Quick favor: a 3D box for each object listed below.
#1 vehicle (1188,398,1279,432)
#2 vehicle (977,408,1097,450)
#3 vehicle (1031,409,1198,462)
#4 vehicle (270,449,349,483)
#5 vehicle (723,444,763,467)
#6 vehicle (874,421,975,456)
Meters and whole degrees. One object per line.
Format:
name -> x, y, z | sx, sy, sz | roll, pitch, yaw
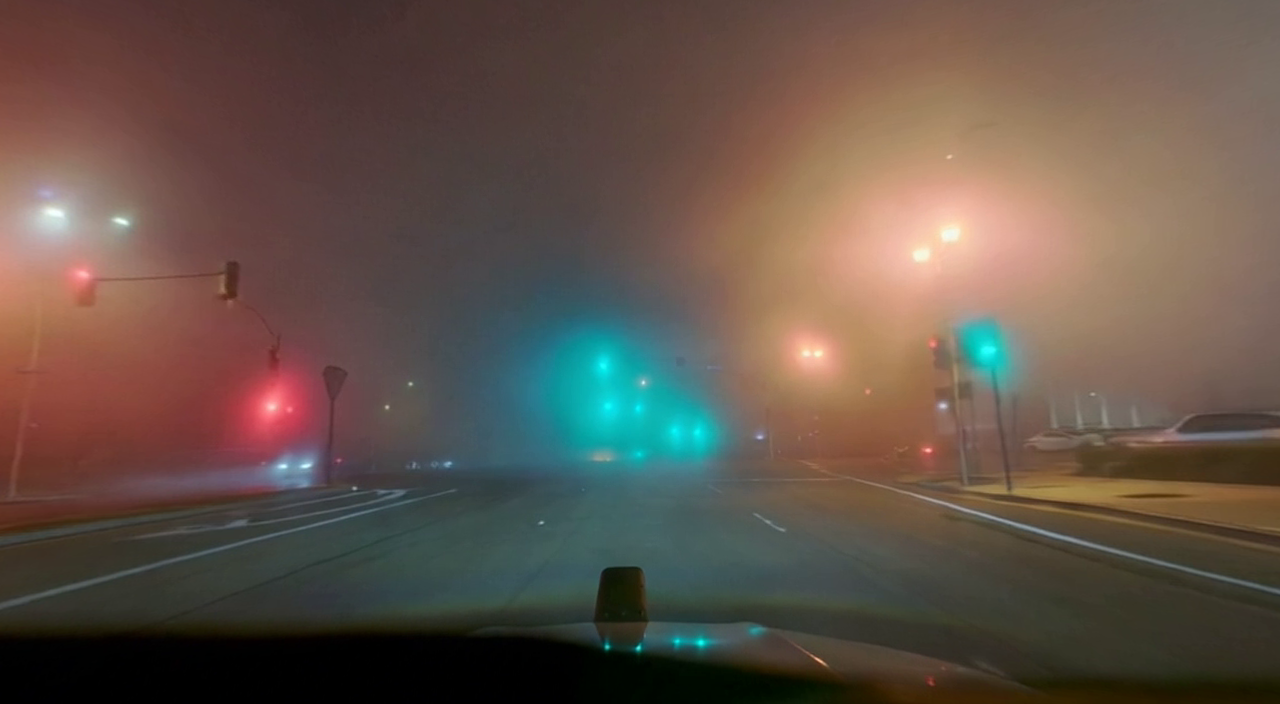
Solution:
vehicle -> 31.334, 3.229, 32.393 | 4.318, 1.476, 1.940 | -5, -8, 7
vehicle -> 20.853, 4.118, 33.314 | 4.692, 1.610, 2.174 | -5, -15, 4
vehicle -> 17.291, 3.047, 23.205 | 4.329, 1.502, 2.122 | -4, -4, 6
vehicle -> -18.997, 6.513, 36.515 | 2.027, 1.678, 4.654 | -3, -8, 1
vehicle -> 7.079, 7.167, 43.849 | 1.919, 1.449, 4.561 | 0, -8, -2
vehicle -> 15.236, 4.693, 33.973 | 4.432, 1.523, 1.908 | -4, -11, 5
